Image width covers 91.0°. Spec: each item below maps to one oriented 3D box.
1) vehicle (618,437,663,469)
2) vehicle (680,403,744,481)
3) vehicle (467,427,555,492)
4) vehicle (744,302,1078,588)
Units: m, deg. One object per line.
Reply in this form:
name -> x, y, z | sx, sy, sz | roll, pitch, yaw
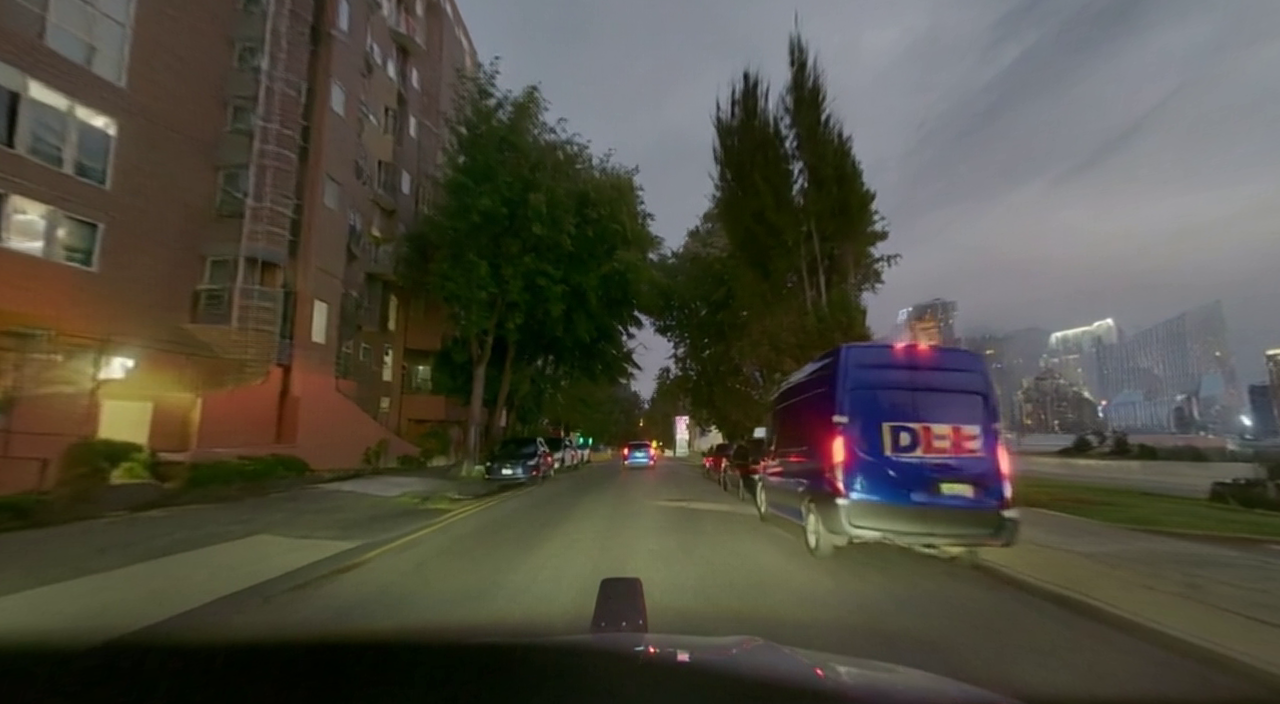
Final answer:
vehicle -> 0.099, 4.958, 31.141 | 2.095, 1.510, 3.605 | 0, -8, 2
vehicle -> 3.197, 4.000, 29.450 | 2.489, 3.082, 6.627 | 0, -4, 2
vehicle -> -4.062, 3.401, 20.526 | 1.951, 1.662, 4.046 | 1, -4, 1
vehicle -> 3.139, 1.289, 9.175 | 2.245, 2.843, 5.762 | 0, -8, 0
